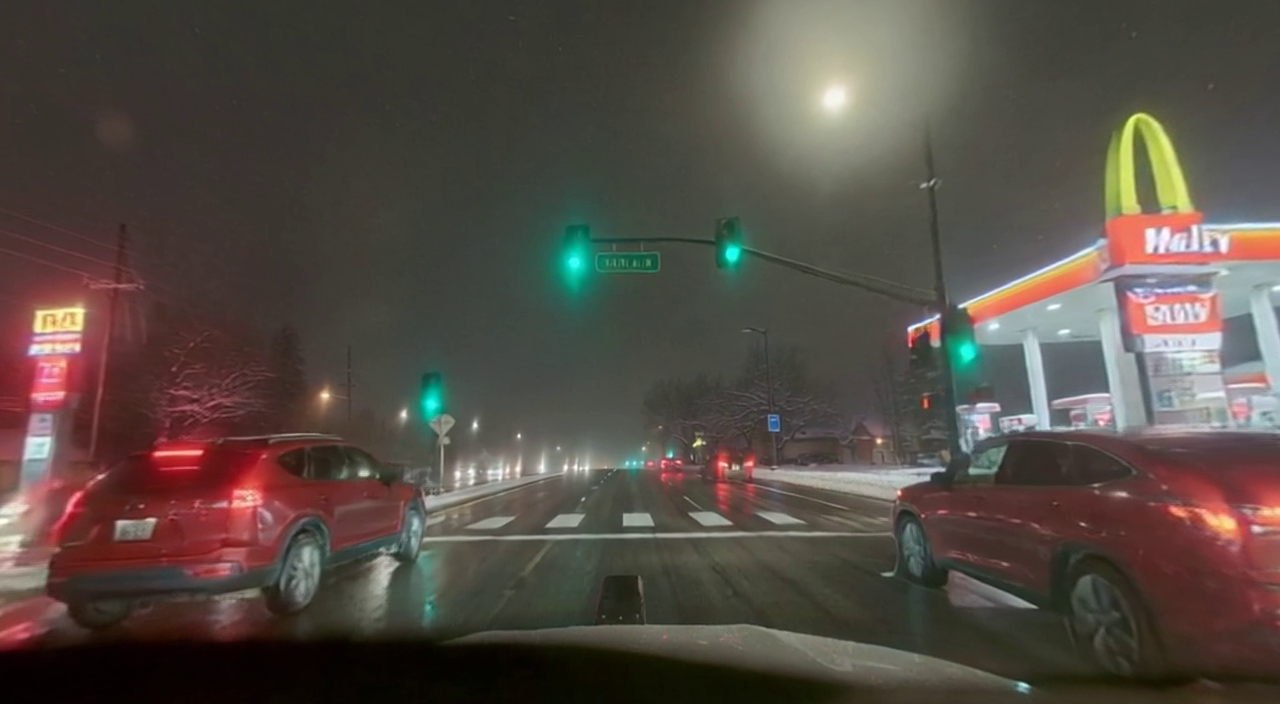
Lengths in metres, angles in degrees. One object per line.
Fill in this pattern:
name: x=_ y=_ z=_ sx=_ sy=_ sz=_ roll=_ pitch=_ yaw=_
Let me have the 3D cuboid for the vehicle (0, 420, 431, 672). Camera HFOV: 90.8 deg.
vehicle: x=-3.721 y=1.580 z=6.219 sx=1.935 sy=1.617 sz=4.045 roll=0 pitch=-9 yaw=0

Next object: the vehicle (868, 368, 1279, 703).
vehicle: x=3.423 y=1.178 z=4.237 sx=2.085 sy=1.655 sz=4.459 roll=0 pitch=-9 yaw=0

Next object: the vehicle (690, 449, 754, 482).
vehicle: x=4.431 y=6.246 z=35.052 sx=2.066 sy=1.699 sz=4.419 roll=2 pitch=-9 yaw=-13
